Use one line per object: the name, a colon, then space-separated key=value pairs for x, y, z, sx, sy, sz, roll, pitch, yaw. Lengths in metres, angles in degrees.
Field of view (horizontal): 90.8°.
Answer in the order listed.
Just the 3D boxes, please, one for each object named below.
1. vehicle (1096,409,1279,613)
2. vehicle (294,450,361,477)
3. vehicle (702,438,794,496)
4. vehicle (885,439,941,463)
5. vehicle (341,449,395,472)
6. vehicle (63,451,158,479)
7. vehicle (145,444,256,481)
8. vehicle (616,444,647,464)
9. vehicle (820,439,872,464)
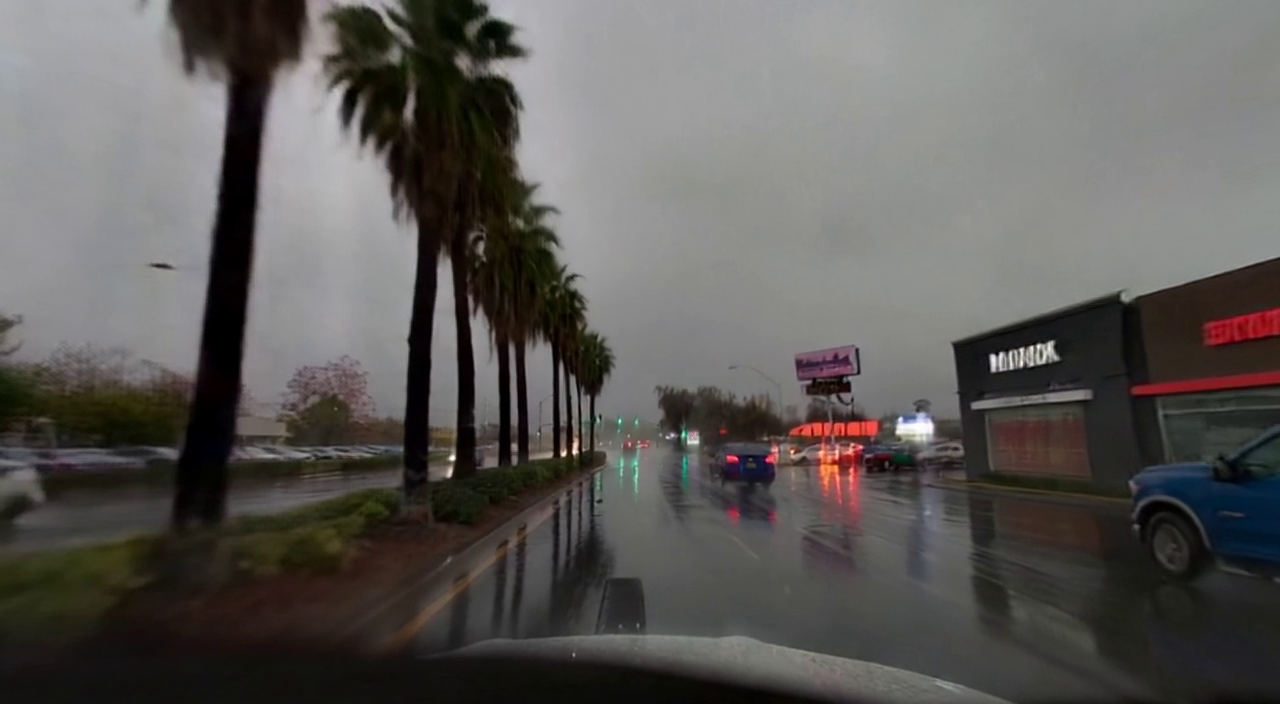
vehicle: x=6.169 y=1.147 z=4.220 sx=2.140 sy=1.606 sz=5.437 roll=0 pitch=-9 yaw=-1
vehicle: x=-19.500 y=6.943 z=39.678 sx=1.983 sy=1.492 sz=4.904 roll=-1 pitch=-8 yaw=-3
vehicle: x=3.115 y=3.400 z=19.130 sx=1.889 sy=1.541 sz=4.303 roll=0 pitch=-8 yaw=-2
vehicle: x=20.542 y=7.459 z=47.766 sx=1.925 sy=1.724 sz=4.458 roll=1 pitch=-9 yaw=-4
vehicle: x=-19.545 y=7.804 z=45.646 sx=1.840 sy=1.524 sz=4.923 roll=0 pitch=-8 yaw=-2
vehicle: x=-31.962 y=6.805 z=38.251 sx=4.210 sy=1.549 sz=1.855 roll=7 pitch=-11 yaw=-40
vehicle: x=-24.329 y=6.112 z=35.372 sx=2.112 sy=1.821 sz=5.960 roll=-1 pitch=-8 yaw=-2
vehicle: x=-0.683 y=7.853 z=48.621 sx=2.258 sy=1.468 sz=4.076 roll=0 pitch=-8 yaw=-2
vehicle: x=15.367 y=7.478 z=47.473 sx=2.067 sy=1.772 sz=4.910 roll=0 pitch=-9 yaw=-2
